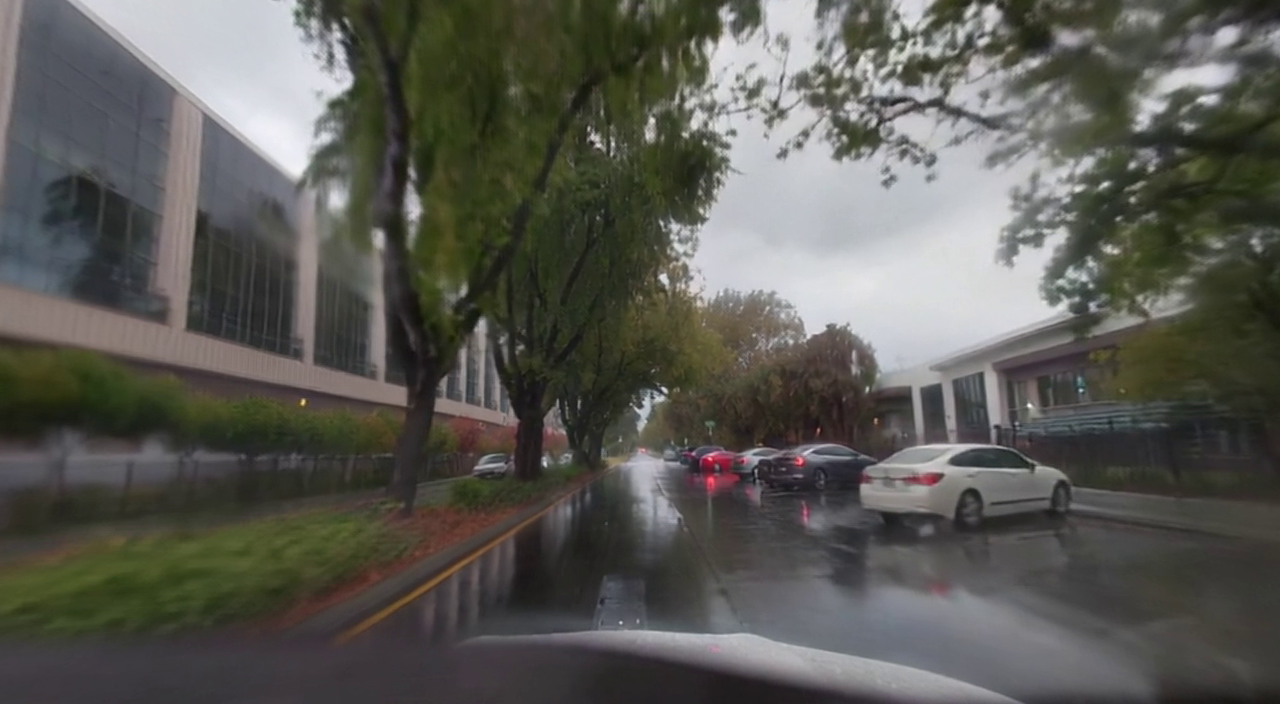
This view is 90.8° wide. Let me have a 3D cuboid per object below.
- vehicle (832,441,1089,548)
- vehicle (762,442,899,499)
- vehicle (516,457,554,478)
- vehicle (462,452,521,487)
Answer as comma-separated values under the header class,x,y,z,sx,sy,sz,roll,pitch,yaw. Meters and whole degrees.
class,x,y,z,sx,sy,sz,roll,pitch,yaw
vehicle,5.464,2.301,10.826,3.752,1.494,2.083,5,-10,-29
vehicle,6.258,3.796,20.716,3.954,1.666,2.213,6,-10,-34
vehicle,-8.095,8.935,49.157,1.911,1.497,4.738,0,-8,2
vehicle,-8.050,6.400,34.685,2.172,1.707,4.273,0,-8,0
